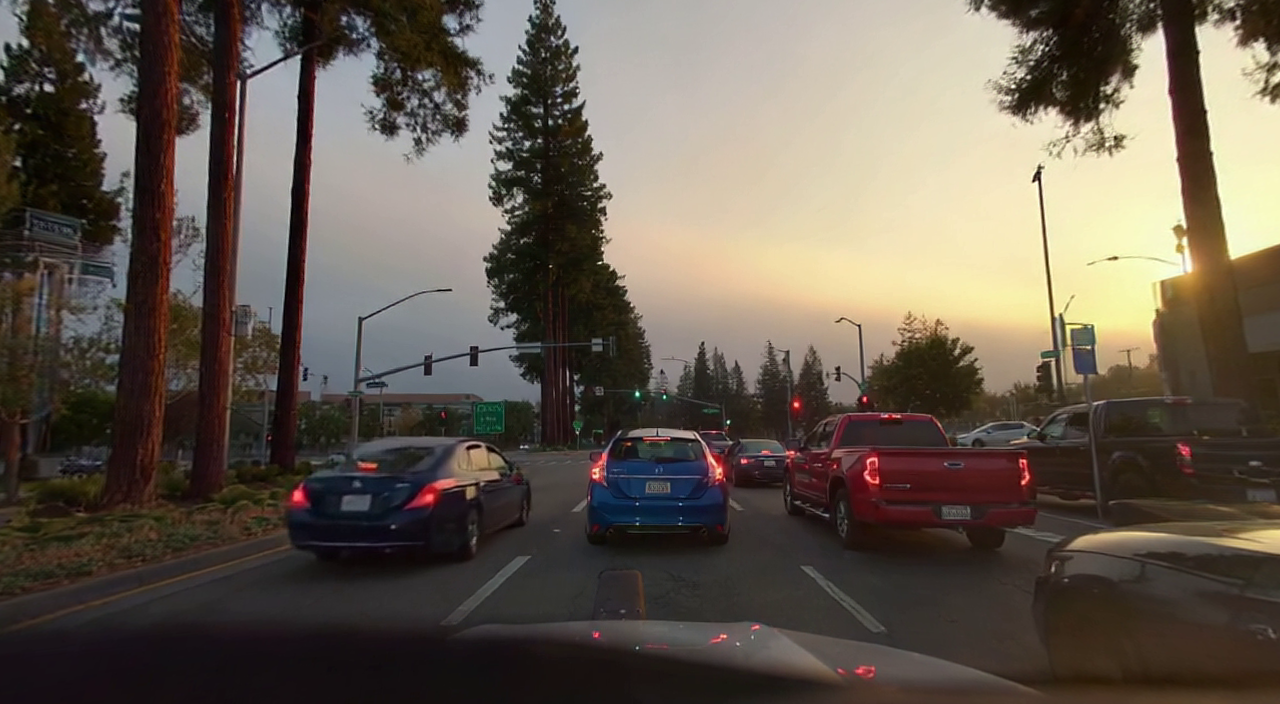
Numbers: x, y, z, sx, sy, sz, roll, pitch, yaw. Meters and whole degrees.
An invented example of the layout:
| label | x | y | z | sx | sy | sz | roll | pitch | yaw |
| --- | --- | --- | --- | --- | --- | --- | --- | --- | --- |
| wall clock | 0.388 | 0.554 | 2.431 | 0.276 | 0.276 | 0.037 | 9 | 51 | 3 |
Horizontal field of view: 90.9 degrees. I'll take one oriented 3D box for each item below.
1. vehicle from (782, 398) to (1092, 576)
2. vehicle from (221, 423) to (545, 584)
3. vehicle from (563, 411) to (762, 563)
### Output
| label | x | y | z | sx | sy | sz | roll | pitch | yaw |
| --- | --- | --- | --- | --- | --- | --- | --- | --- | --- |
| vehicle | 3.386 | 1.633 | 8.372 | 2.099 | 1.725 | 4.290 | 0 | -8 | 2 |
| vehicle | -2.821 | 1.813 | 8.575 | 2.133 | 1.496 | 5.150 | 0 | -8 | 2 |
| vehicle | 0.248 | 1.773 | 8.971 | 2.168 | 1.641 | 4.039 | 0 | -8 | 0 |
